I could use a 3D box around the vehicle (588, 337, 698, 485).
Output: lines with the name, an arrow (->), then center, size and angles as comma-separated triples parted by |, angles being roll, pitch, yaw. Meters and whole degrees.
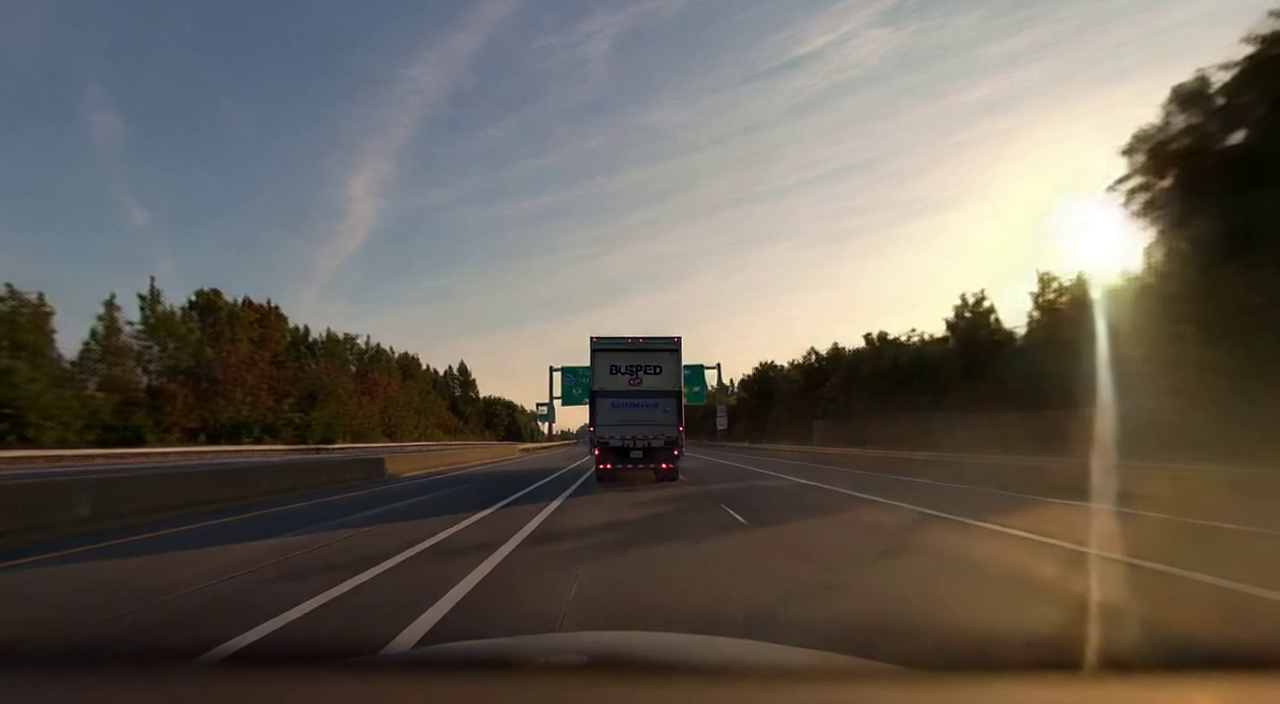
vehicle -> -0.043, 2.129, 20.937 | 2.870, 3.911, 8.697 | 0, -8, -2
